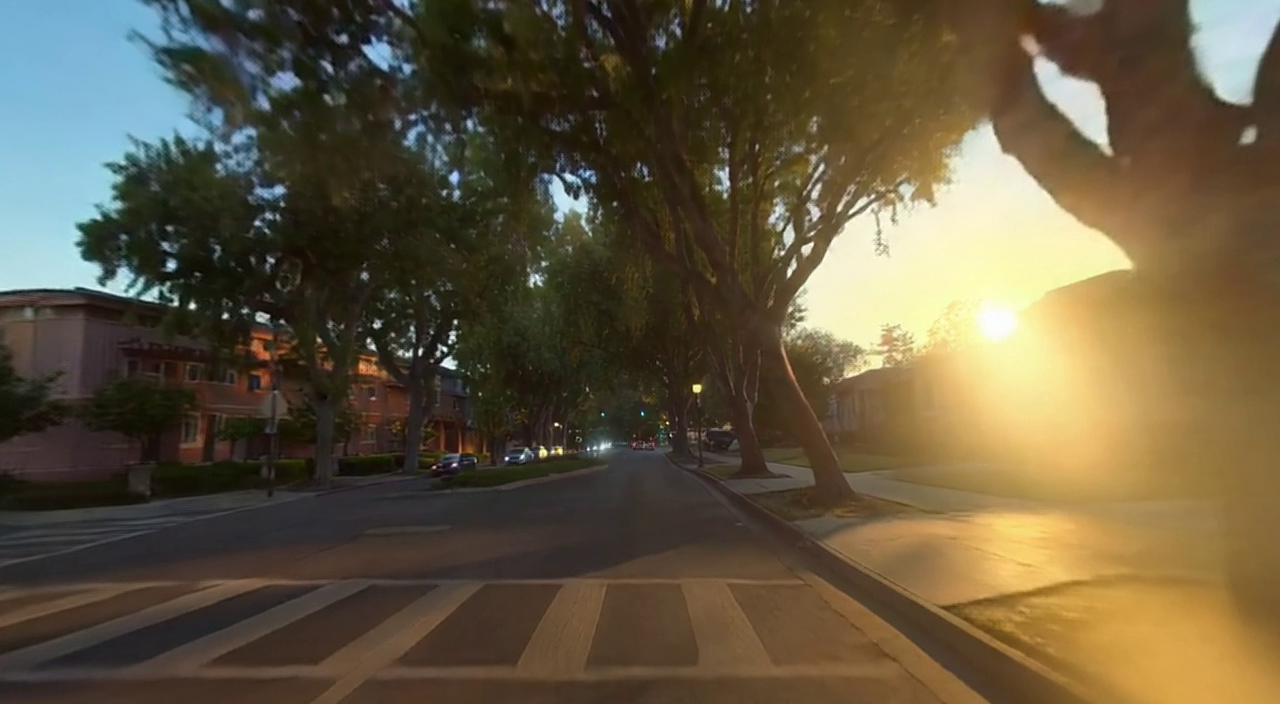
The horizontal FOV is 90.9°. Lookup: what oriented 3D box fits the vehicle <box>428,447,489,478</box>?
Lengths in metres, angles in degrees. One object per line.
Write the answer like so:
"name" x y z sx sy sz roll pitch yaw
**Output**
"vehicle" -9.830 5.986 34.504 1.892 1.484 4.576 0 -8 2
